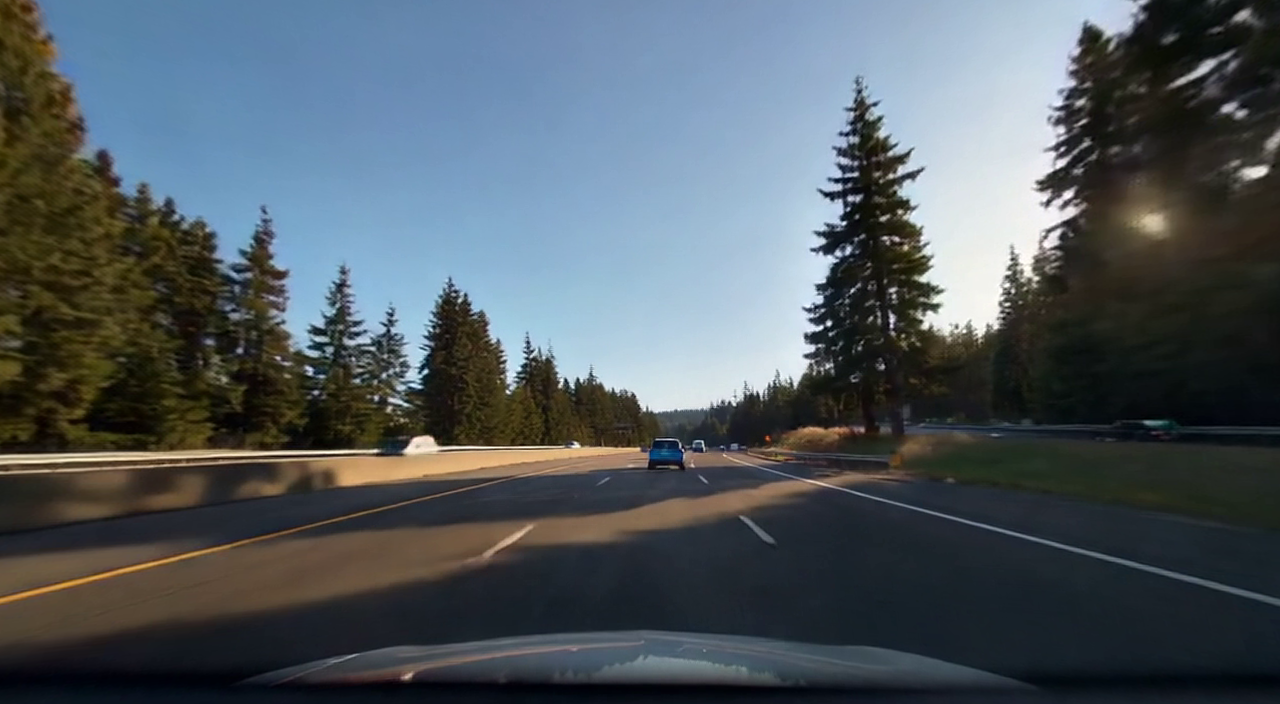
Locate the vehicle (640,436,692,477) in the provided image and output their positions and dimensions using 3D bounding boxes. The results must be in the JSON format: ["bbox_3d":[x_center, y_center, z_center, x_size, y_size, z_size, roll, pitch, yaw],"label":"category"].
[{"bbox_3d":[1.183,4.613,27.948,2.133,1.686,4.203,-1,-8,3],"label":"vehicle"}]

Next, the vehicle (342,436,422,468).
[{"bbox_3d":[-13.298,5.166,32.711,1.946,1.520,4.707,-1,-8,3],"label":"vehicle"}]
